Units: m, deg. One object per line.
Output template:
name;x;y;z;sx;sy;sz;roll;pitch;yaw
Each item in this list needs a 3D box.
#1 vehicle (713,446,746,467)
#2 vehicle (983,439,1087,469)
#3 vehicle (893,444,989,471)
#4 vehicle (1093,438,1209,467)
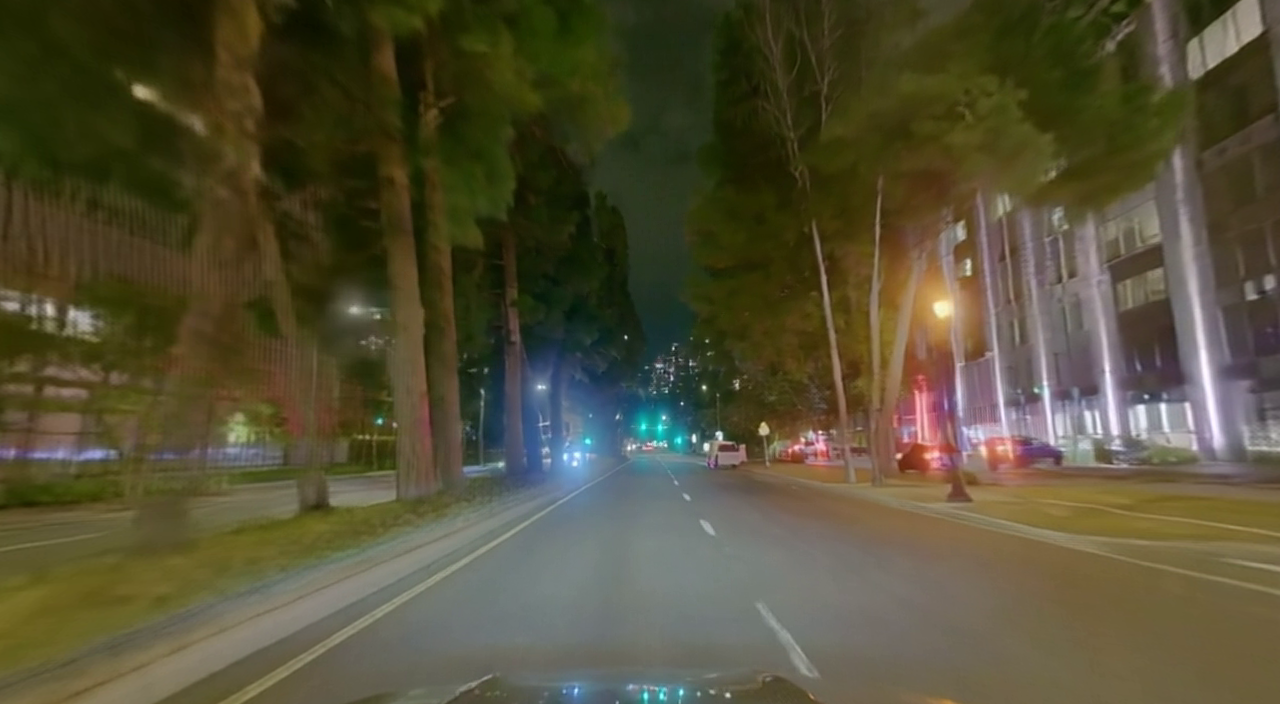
vehicle;6.915;8.098;49.135;1.948;1.511;4.623;0;-9;1
vehicle;21.244;5.462;33.998;4.333;1.491;1.744;-1;-8;1
vehicle;16.323;5.716;34.304;4.276;1.397;1.786;0;-9;1
vehicle;27.415;5.392;33.889;4.560;1.444;1.929;-1;-8;-1
